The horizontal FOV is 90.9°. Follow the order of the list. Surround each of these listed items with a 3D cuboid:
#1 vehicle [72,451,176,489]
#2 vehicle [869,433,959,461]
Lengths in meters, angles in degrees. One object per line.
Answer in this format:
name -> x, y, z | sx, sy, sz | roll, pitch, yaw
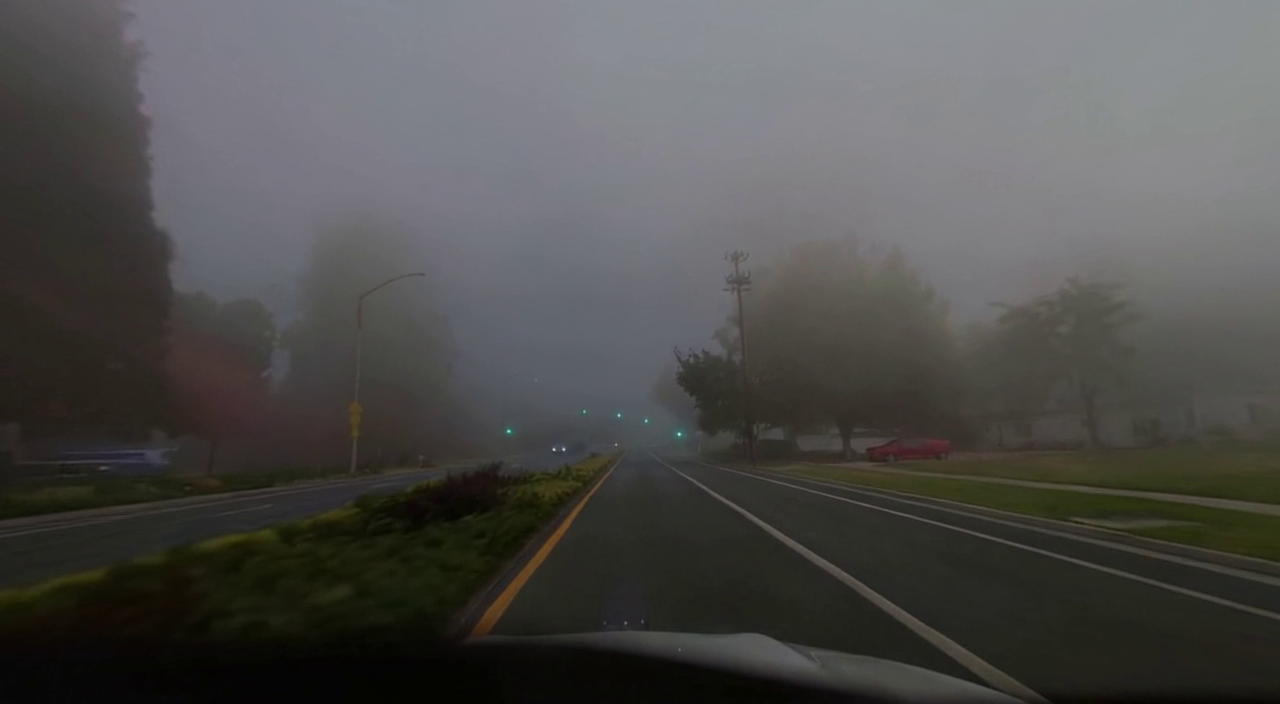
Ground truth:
vehicle -> -25.035, 5.722, 30.809 | 1.958, 1.668, 4.701 | 3, -10, -13
vehicle -> 14.661, 5.145, 33.994 | 4.253, 1.397, 1.717 | -3, -9, 18
